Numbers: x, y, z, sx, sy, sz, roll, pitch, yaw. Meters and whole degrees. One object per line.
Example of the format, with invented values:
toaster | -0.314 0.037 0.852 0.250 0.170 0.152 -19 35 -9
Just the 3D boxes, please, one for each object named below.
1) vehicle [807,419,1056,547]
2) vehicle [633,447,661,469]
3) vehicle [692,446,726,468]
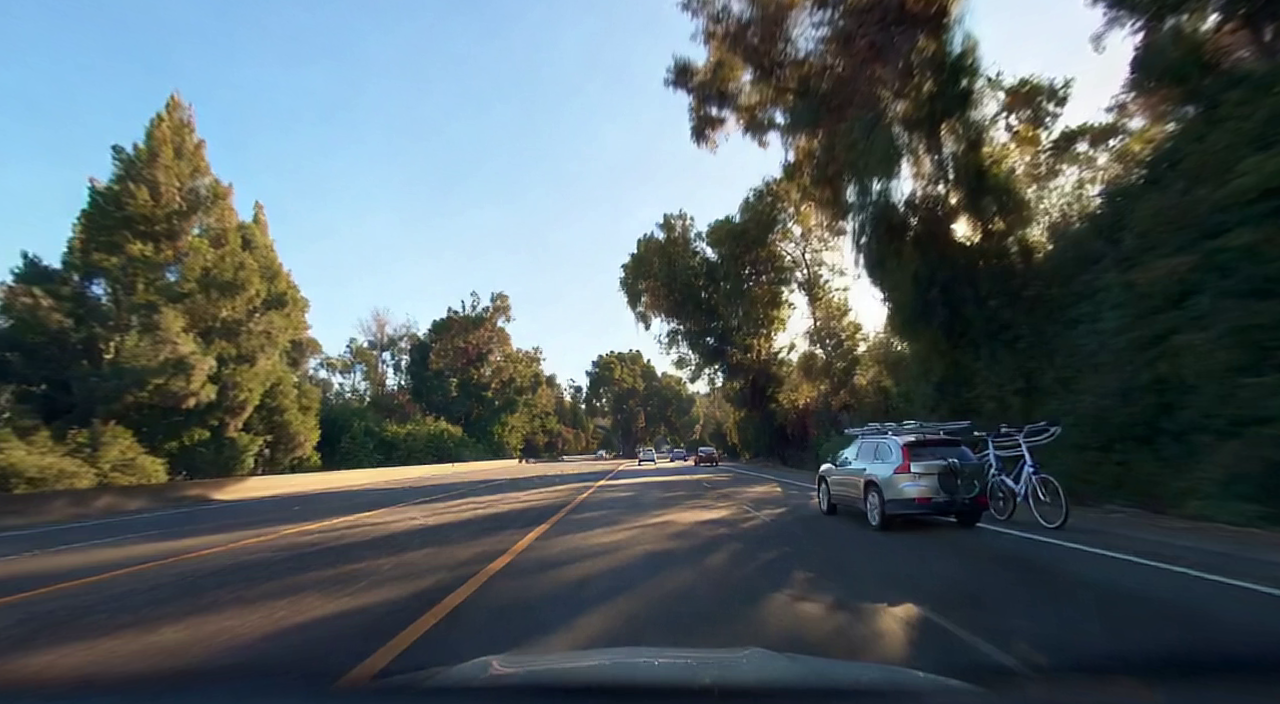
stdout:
vehicle | 4.248 1.983 10.111 1.978 1.604 4.128 0 -9 0
vehicle | 0.469 7.783 46.386 1.991 1.459 3.769 0 -9 0
vehicle | 4.948 7.632 45.846 1.964 1.513 3.707 0 -9 -1
